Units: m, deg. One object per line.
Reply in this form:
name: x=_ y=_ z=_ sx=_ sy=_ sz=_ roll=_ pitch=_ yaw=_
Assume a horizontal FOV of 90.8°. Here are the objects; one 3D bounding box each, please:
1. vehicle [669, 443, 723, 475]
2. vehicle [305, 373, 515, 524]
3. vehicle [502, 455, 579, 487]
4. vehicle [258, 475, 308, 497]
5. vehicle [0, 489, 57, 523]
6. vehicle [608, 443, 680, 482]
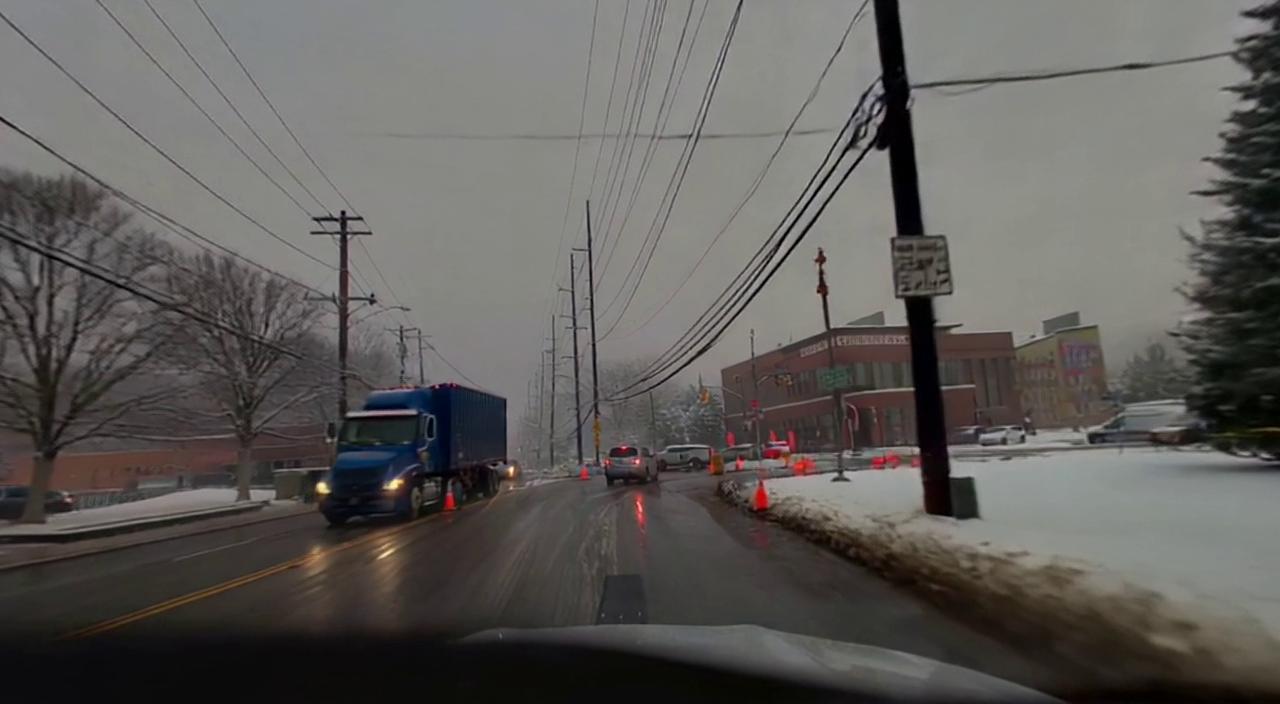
vehicle: x=3.746 y=6.929 z=41.272 sx=2.206 sy=1.911 sz=5.548 roll=-3 pitch=-9 yaw=19
vehicle: x=-6.902 y=3.266 z=21.570 sx=3.007 sy=3.800 sz=11.011 roll=0 pitch=-9 yaw=0
vehicle: x=-5.340 y=6.465 z=34.639 sx=2.103 sy=1.526 sz=4.743 roll=-3 pitch=-9 yaw=20
vehicle: x=-26.282 y=9.868 z=46.615 sx=1.817 sy=1.456 sz=4.079 roll=0 pitch=-11 yaw=-9
vehicle: x=-33.945 y=8.239 z=33.562 sx=4.180 sy=1.547 sz=1.913 roll=-4 pitch=-8 yaw=4
vehicle: x=0.313 y=5.729 z=33.059 sx=2.256 sy=1.859 sz=5.118 roll=-3 pitch=-9 yaw=19
